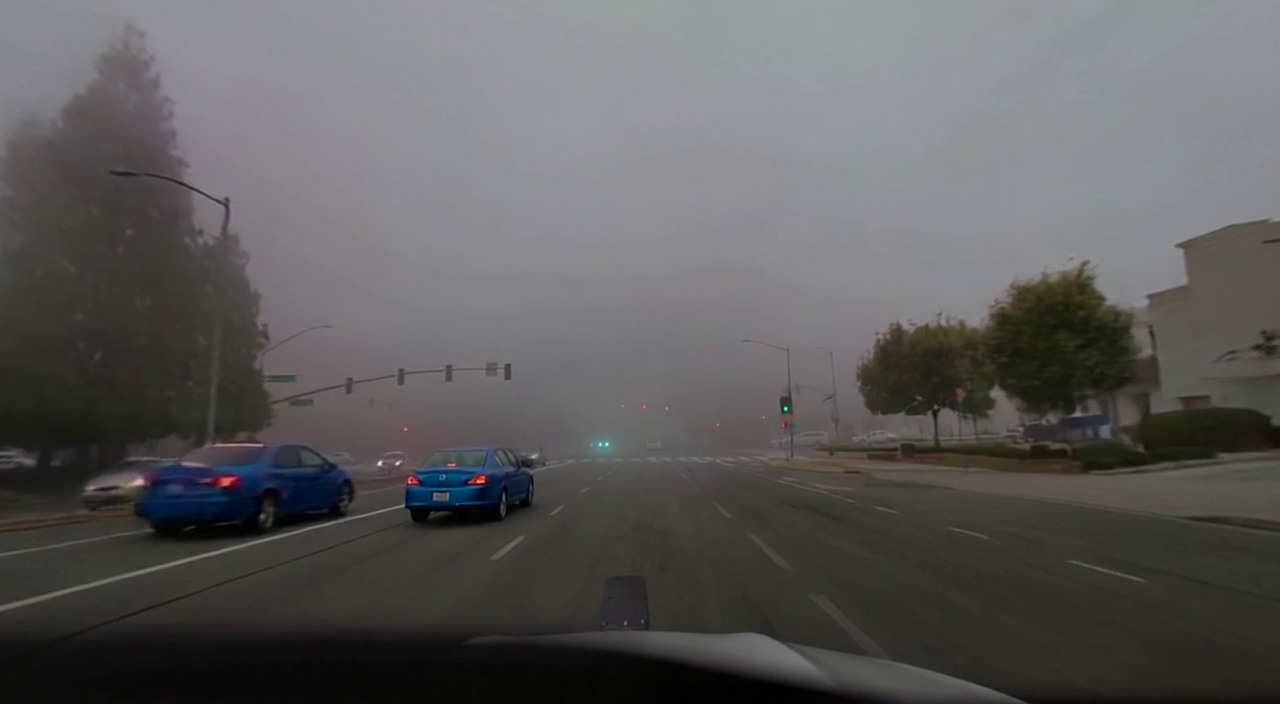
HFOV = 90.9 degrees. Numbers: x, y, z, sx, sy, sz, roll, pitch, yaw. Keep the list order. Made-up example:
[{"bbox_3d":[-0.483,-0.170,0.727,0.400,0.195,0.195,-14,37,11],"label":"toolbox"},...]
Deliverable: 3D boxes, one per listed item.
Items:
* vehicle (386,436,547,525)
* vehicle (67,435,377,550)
[{"bbox_3d":[-3.233,2.491,12.803,1.924,1.480,4.421,0,-9,1],"label":"vehicle"},{"bbox_3d":[-6.560,2.233,10.779,2.027,1.501,4.707,0,-9,1],"label":"vehicle"}]
